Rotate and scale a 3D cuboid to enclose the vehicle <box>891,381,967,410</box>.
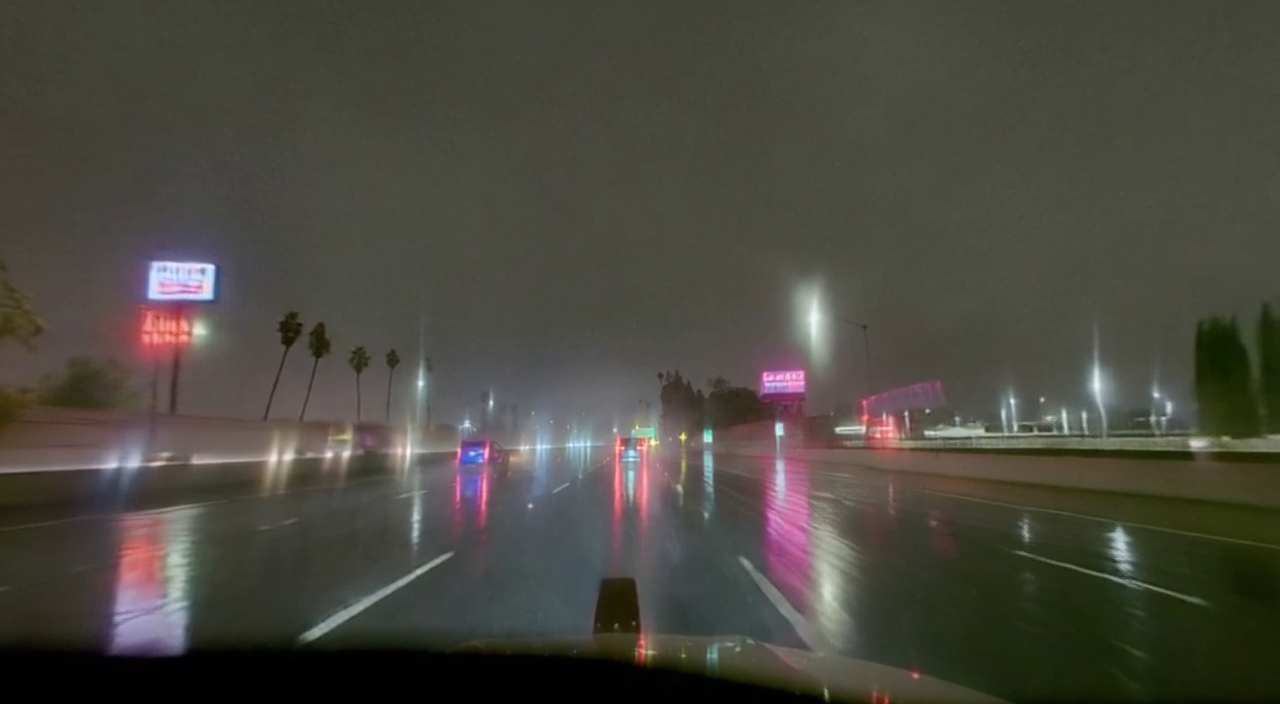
[{"bbox_3d":[16.930,2.572,37.107,3.587,1.458,1.870,1,-8,2],"label":"vehicle"}]

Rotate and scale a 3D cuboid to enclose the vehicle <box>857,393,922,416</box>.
[{"bbox_3d":[16.651,3.496,42.231,3.548,1.362,1.745,-1,-9,1],"label":"vehicle"}]

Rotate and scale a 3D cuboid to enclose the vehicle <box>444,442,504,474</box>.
[{"bbox_3d":[-8.563,5.492,33.011,1.971,1.552,4.465,0,-9,0],"label":"vehicle"}]

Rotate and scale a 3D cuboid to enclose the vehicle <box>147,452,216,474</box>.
[{"bbox_3d":[-33.295,8.054,45.999,1.821,1.429,4.287,0,-9,0],"label":"vehicle"}]
